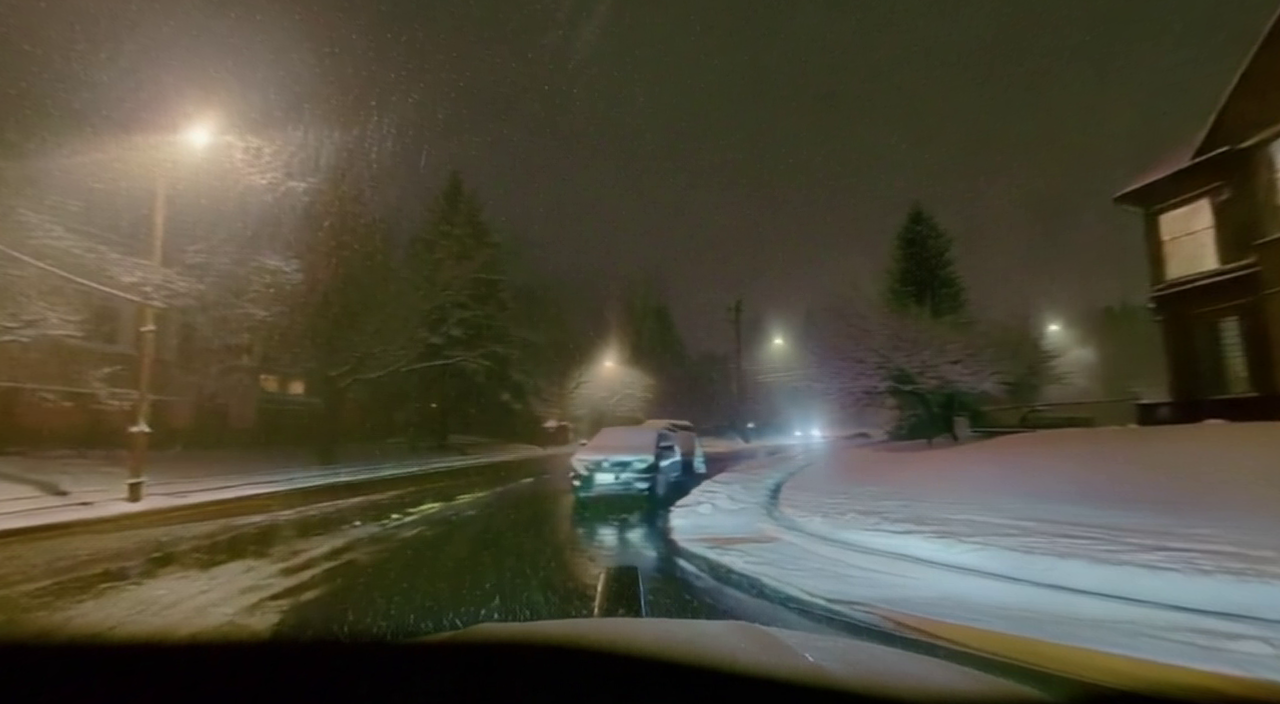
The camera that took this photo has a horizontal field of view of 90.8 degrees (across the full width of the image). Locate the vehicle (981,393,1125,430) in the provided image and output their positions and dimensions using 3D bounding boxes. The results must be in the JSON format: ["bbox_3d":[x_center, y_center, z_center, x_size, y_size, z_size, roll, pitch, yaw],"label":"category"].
[{"bbox_3d":[18.054,2.671,27.893,4.799,1.469,2.010,-2,-9,13],"label":"vehicle"}]

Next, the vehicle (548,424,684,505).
[{"bbox_3d":[-0.315,2.473,14.280,1.969,1.493,4.681,-2,-9,12],"label":"vehicle"}]
